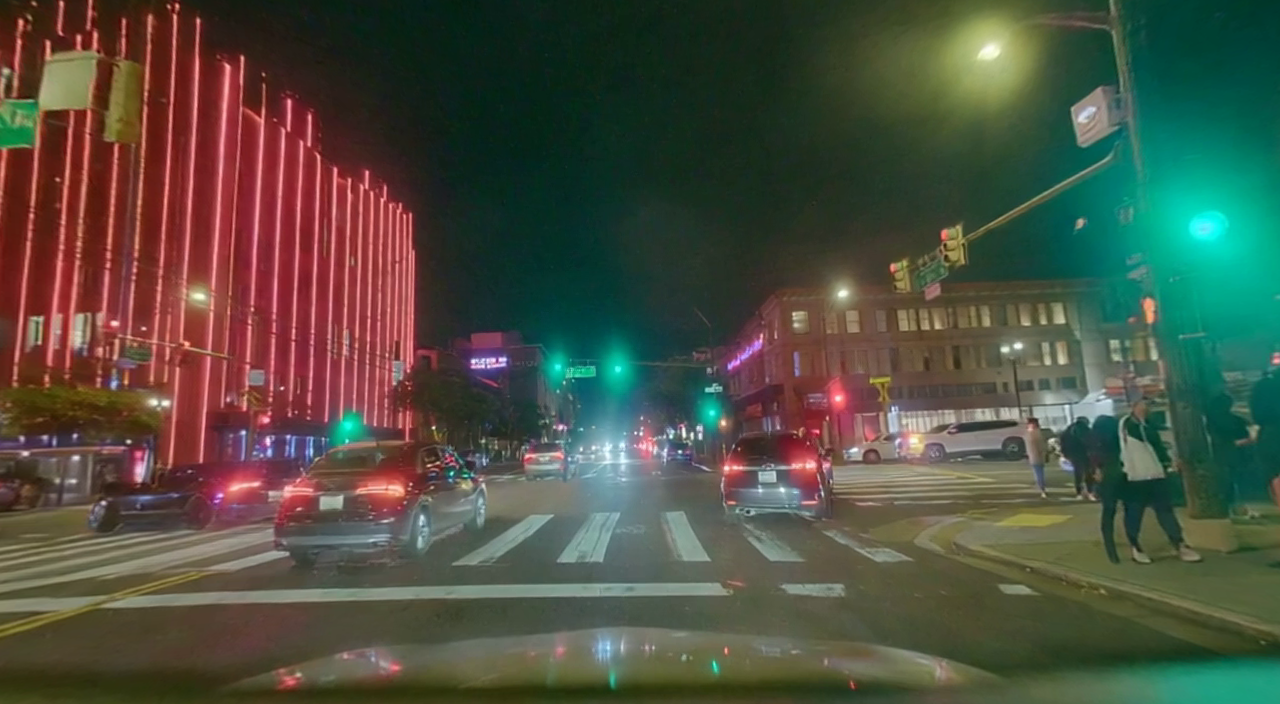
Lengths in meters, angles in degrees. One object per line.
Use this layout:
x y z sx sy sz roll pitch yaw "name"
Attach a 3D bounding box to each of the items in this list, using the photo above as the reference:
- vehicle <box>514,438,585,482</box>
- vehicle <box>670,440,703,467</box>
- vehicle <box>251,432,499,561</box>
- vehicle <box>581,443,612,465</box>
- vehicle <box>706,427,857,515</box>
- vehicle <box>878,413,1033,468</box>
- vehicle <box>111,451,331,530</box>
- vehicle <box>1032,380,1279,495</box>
-3.316 4.076 24.074 1.916 1.487 4.535 0 -8 2 "vehicle"
3.193 7.042 44.042 1.924 1.765 3.954 0 -8 -2 "vehicle"
-3.530 1.969 9.278 1.973 1.496 3.713 0 -8 1 "vehicle"
-3.141 7.375 45.856 1.888 1.489 3.863 0 -8 1 "vehicle"
3.147 2.388 13.210 2.153 1.480 4.540 -4 -9 24 "vehicle"
12.603 3.568 25.465 5.004 1.771 2.159 -4 -8 1 "vehicle"
-9.239 3.048 14.495 1.922 1.457 4.494 0 -8 1 "vehicle"
11.907 1.811 13.411 5.523 2.219 2.251 0 -8 1 "vehicle"
